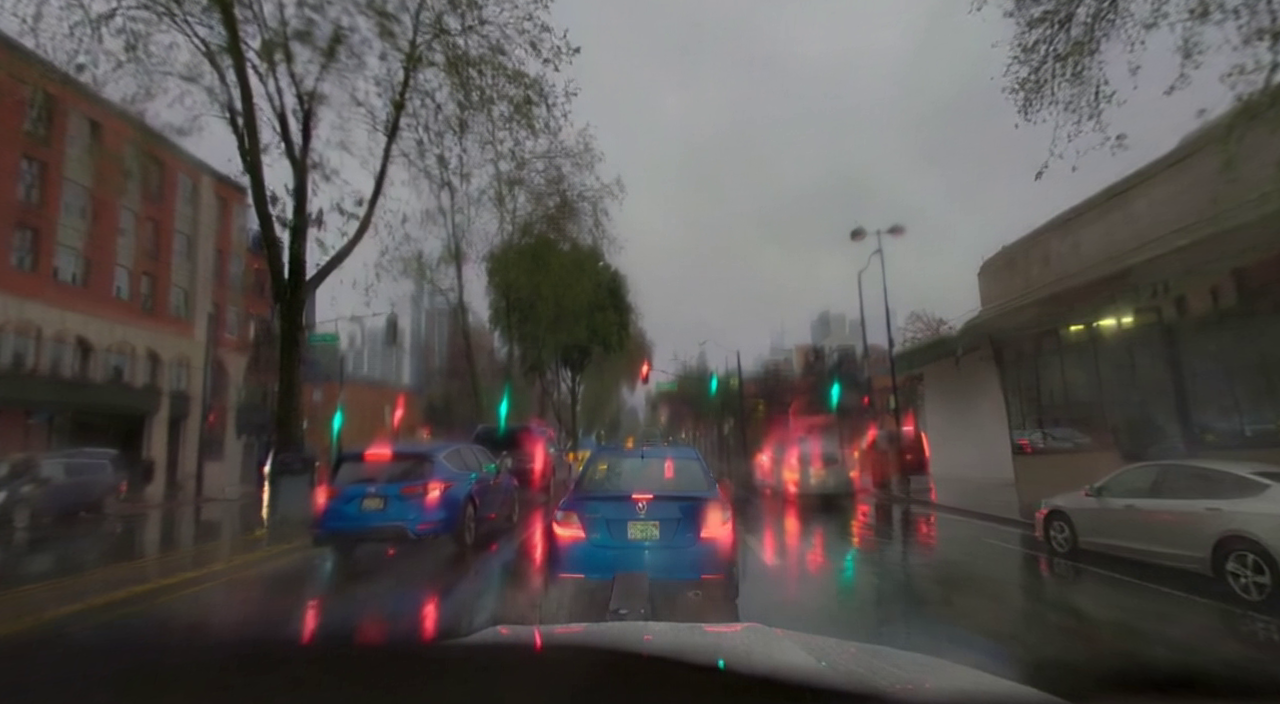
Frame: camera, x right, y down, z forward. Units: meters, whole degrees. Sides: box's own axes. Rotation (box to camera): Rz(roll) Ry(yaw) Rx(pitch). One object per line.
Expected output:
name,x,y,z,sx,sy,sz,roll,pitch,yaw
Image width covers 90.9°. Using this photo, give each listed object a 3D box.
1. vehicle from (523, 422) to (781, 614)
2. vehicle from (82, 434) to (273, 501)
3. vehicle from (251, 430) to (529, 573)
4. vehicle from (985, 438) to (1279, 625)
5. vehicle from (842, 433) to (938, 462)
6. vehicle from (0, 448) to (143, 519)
vehicle,0.090,1.580,6.806,2.022,1.481,3.564,0,-9,0
vehicle,-16.155,4.057,22.652,2.195,2.053,5.980,0,-9,1
vehicle,-2.999,1.892,8.745,2.131,1.486,4.089,0,-9,1
vehicle,5.976,1.699,6.856,1.873,1.453,4.579,0,-9,0
vehicle,16.383,6.270,41.492,5.345,1.811,2.175,0,-9,-1
vehicle,-16.231,3.444,16.996,1.914,1.690,4.461,0,-9,1
